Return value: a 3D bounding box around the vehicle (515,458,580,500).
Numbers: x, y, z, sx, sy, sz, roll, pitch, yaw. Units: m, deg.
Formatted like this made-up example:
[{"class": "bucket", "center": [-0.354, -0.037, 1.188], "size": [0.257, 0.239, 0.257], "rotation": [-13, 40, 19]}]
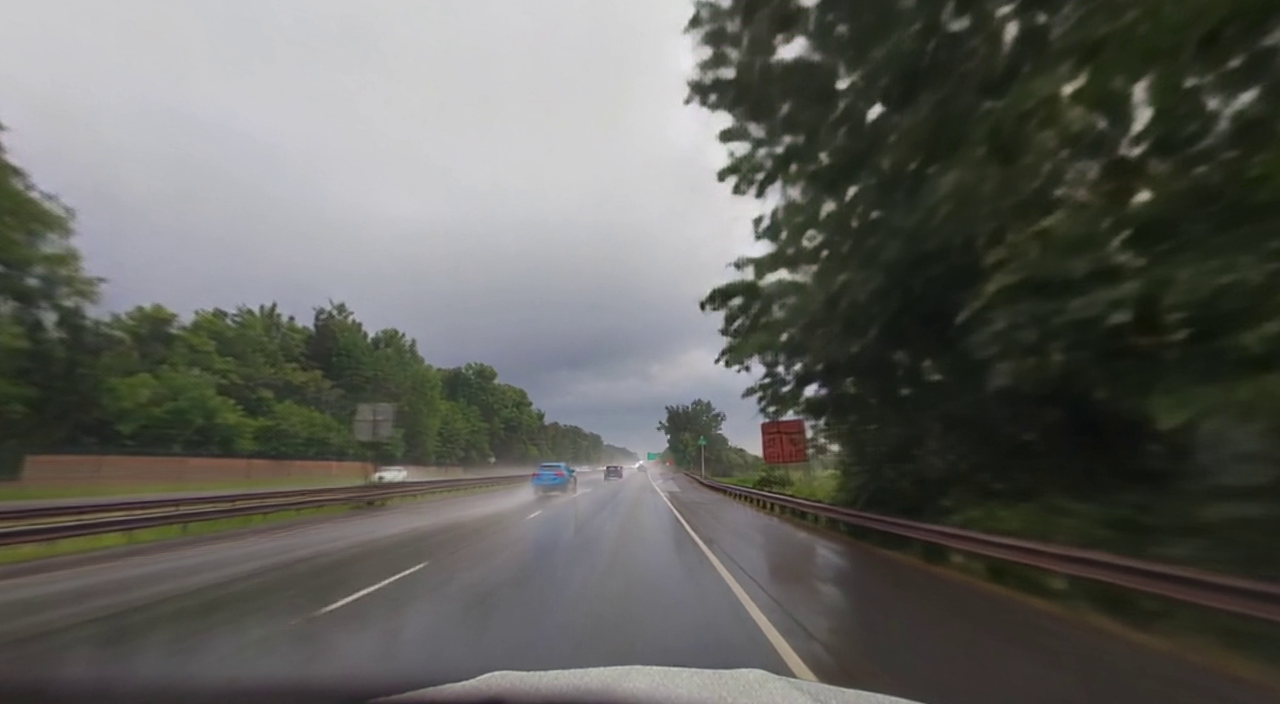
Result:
[{"class": "vehicle", "center": [-3.893, 5.488, 27.357], "size": [2.042, 1.629, 4.276], "rotation": [0, -10, 2]}]
